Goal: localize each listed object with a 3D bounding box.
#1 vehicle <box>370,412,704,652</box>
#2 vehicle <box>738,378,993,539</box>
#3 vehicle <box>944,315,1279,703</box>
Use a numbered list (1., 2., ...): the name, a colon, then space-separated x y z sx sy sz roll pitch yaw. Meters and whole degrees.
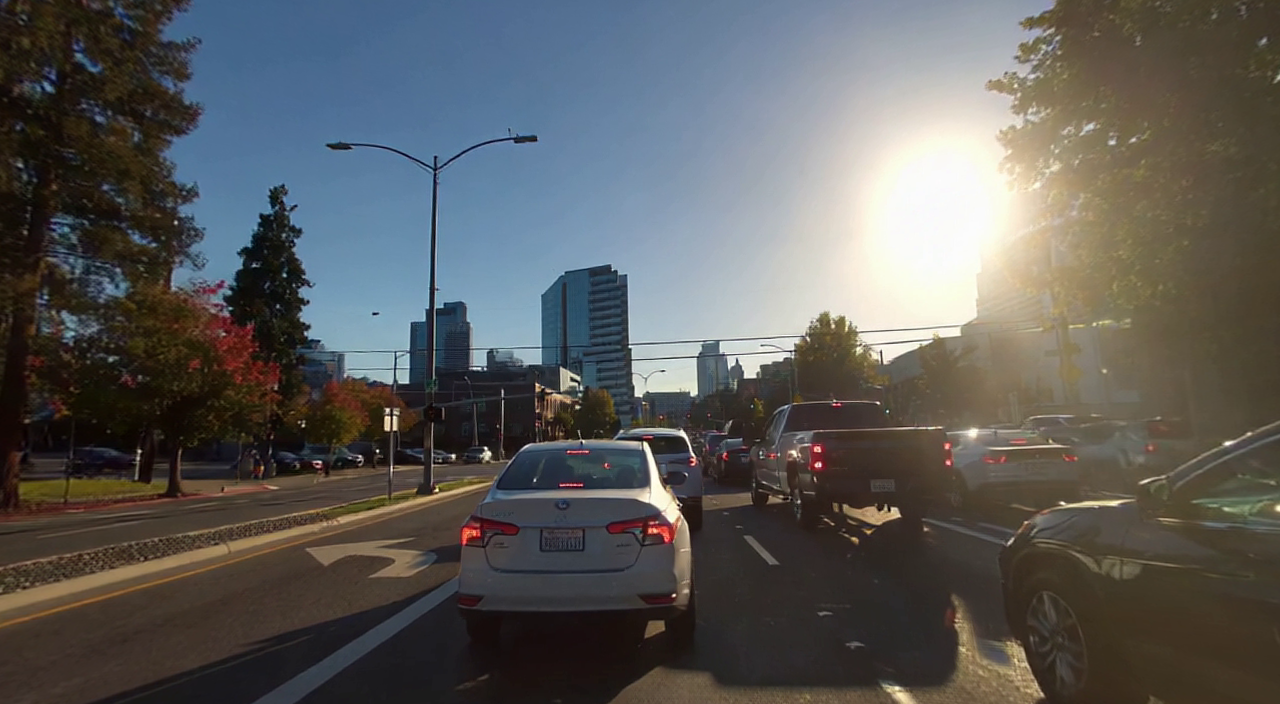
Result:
1. vehicle: -0.613 1.486 6.280 2.172 1.536 4.250 0 -8 2
2. vehicle: 3.544 1.888 11.590 2.497 2.186 5.890 0 -8 0
3. vehicle: 3.157 0.739 2.036 2.024 1.723 4.714 0 -8 1
